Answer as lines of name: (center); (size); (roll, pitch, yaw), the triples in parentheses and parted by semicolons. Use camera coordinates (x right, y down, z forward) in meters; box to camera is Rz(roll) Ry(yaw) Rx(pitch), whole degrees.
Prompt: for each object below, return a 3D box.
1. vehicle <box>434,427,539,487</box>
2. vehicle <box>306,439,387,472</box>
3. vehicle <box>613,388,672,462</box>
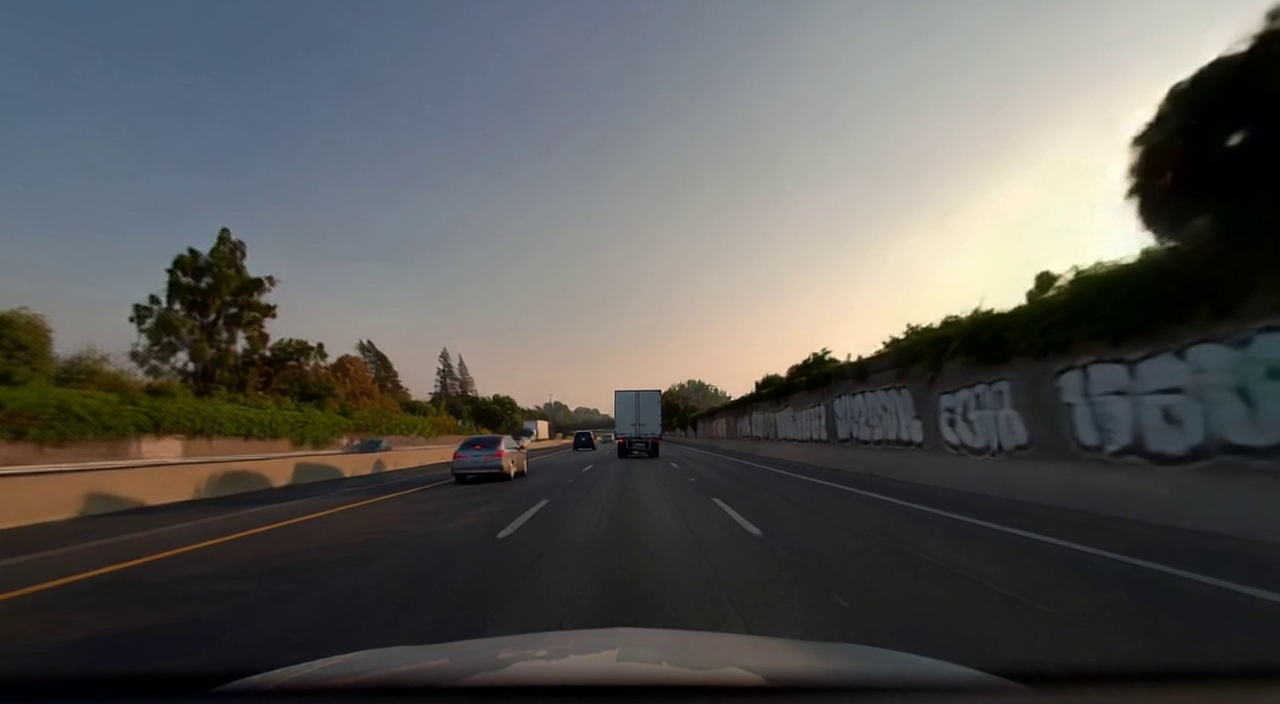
vehicle: (-4.351, 3.024, 18.642); (1.948, 1.526, 4.525); (0, -8, 0)
vehicle: (-13.668, 4.825, 29.674); (1.797, 1.414, 4.296); (0, -8, -1)
vehicle: (0.011, 4.238, 35.894); (2.927, 3.649, 9.443); (0, -8, -1)
